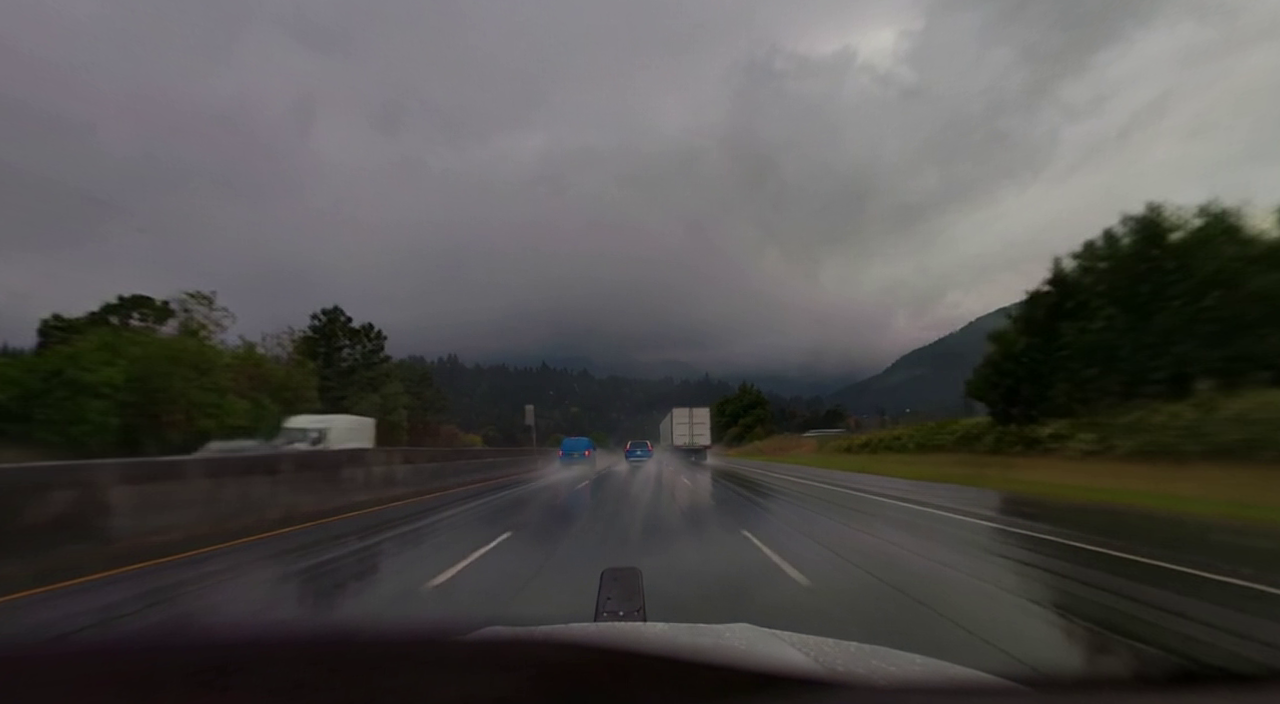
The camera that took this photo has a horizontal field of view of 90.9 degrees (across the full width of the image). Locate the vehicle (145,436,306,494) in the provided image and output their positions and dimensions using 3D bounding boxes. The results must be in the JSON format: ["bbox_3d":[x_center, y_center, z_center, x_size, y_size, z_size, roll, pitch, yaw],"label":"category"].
[{"bbox_3d":[-11.777,3.225,18.303,1.806,1.465,4.136,0,-9,1],"label":"vehicle"}]

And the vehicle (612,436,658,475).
[{"bbox_3d":[-0.242,5.301,32.340,2.209,1.825,4.036,0,-9,0],"label":"vehicle"}]

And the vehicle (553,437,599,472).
[{"bbox_3d":[-3.827,6.243,38.460,2.167,1.991,5.062,-1,-9,1],"label":"vehicle"}]

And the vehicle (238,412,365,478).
[{"bbox_3d":[-15.429,4.343,29.341,2.271,2.672,6.428,0,-9,0],"label":"vehicle"}]
